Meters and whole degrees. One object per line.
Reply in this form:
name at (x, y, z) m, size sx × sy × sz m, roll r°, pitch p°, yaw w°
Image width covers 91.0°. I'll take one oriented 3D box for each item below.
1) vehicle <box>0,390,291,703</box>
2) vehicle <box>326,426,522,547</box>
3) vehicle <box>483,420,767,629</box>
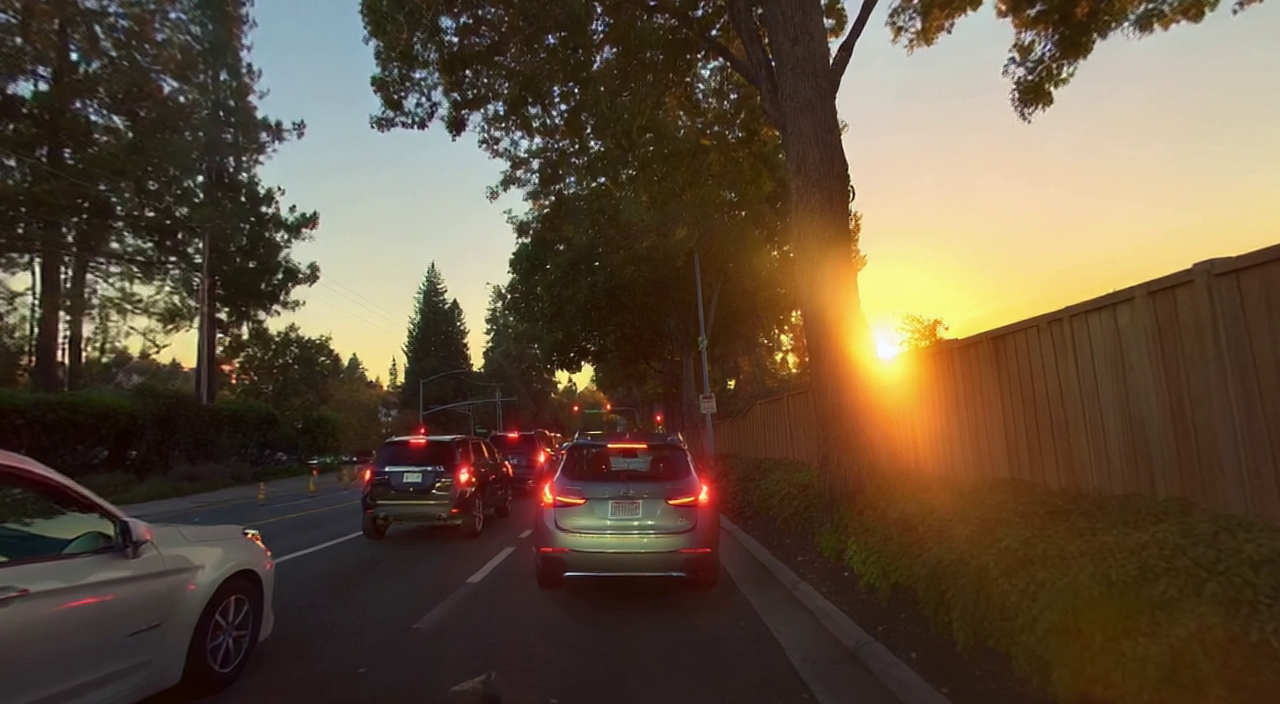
vehicle at (-3.188, 0.812, 1.577) m, size 1.980 × 1.520 × 4.636 m, roll 0°, pitch -8°, yaw 0°
vehicle at (-3.222, 2.062, 10.256) m, size 1.850 × 1.582 × 3.688 m, roll 0°, pitch -8°, yaw 0°
vehicle at (-0.135, 1.506, 6.441) m, size 1.995 × 1.460 × 3.865 m, roll 0°, pitch -8°, yaw -1°
